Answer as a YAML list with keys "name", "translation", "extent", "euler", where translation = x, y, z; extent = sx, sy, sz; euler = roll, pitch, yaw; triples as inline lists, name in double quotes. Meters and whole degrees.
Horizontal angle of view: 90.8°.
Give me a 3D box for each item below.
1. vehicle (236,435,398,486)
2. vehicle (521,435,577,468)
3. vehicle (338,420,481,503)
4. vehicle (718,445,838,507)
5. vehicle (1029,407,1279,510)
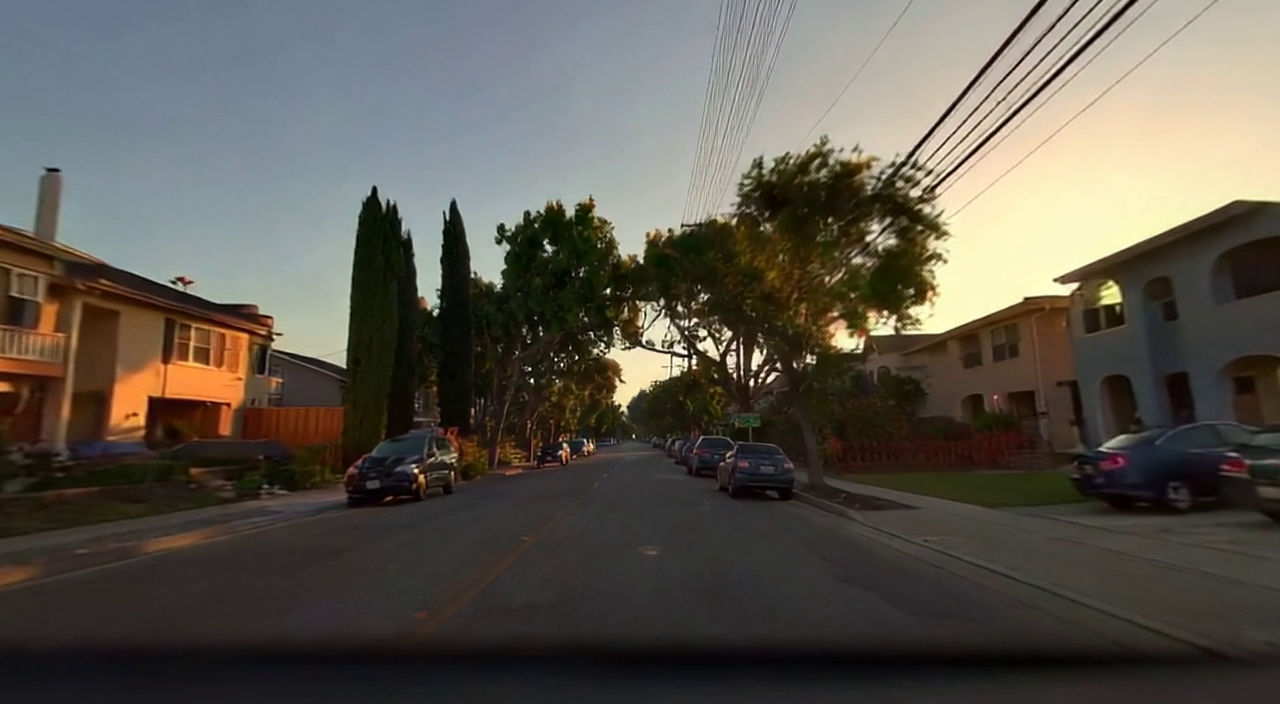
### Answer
- name: "vehicle"
  translation: [-11.286, 3.822, 22.365]
  extent: [4.529, 1.677, 2.204]
  euler: [0, -8, 1]
- name: "vehicle"
  translation: [-5.887, 6.598, 41.570]
  extent: [2.398, 1.910, 5.999]
  euler: [-3, -11, 4]
- name: "vehicle"
  translation: [-6.177, 3.115, 17.652]
  extent: [2.156, 1.932, 4.518]
  euler: [-2, -11, 2]
- name: "vehicle"
  translation: [3.151, 2.896, 15.260]
  extent: [1.827, 1.286, 3.684]
  euler: [1, -8, -4]
- name: "vehicle"
  translation: [9.454, 1.768, 10.690]
  extent: [4.210, 1.541, 2.260]
  euler: [0, -8, 2]
